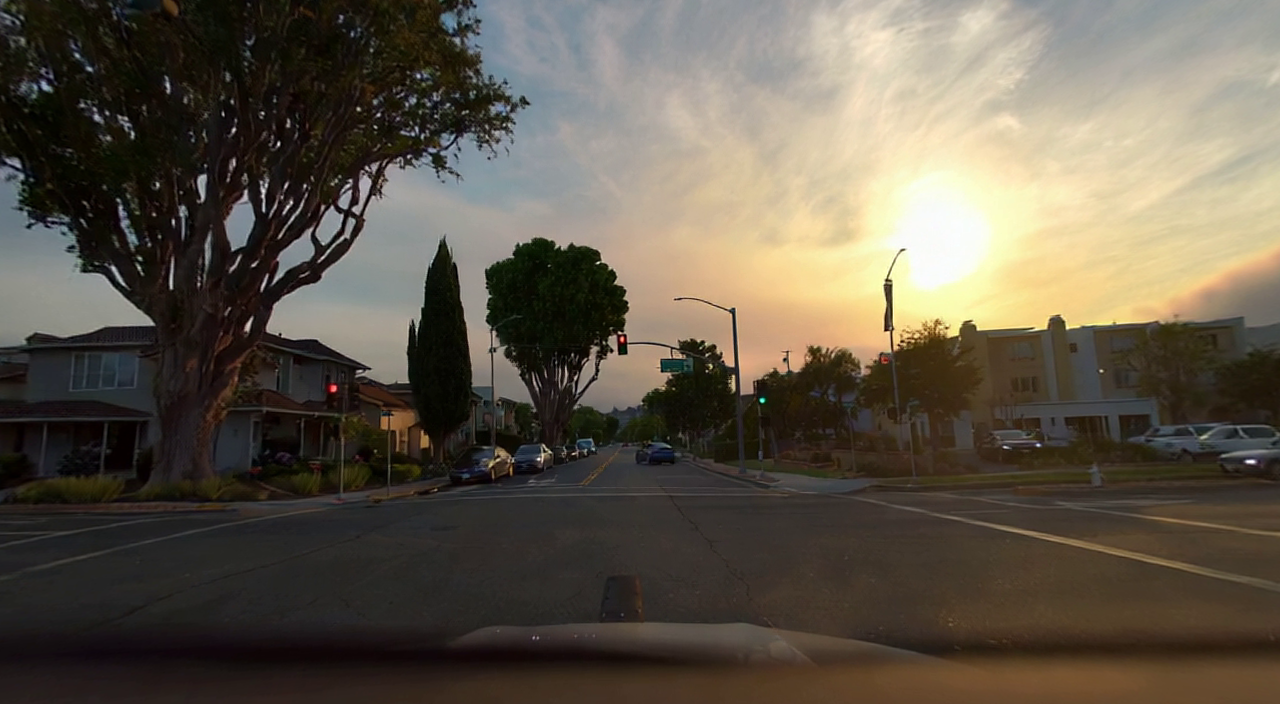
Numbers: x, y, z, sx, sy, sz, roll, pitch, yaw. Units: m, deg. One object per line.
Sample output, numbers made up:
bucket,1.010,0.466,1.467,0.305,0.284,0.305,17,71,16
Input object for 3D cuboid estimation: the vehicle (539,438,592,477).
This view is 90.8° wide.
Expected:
vehicle,-3.650,5.280,31.918,2.120,1.783,4.788,0,-9,0

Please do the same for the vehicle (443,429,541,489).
vehicle,-6.500,4.831,28.968,2.896,2.339,7.322,0,-9,-1

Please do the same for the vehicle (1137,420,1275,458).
vehicle,33.271,5.153,37.230,5.969,2.149,2.331,0,-9,-4

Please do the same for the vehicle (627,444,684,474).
vehicle,0.761,5.790,34.512,2.056,1.493,4.535,2,-9,-13

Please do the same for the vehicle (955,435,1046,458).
vehicle,24.969,6.555,43.833,5.172,1.515,1.851,0,-9,-2
